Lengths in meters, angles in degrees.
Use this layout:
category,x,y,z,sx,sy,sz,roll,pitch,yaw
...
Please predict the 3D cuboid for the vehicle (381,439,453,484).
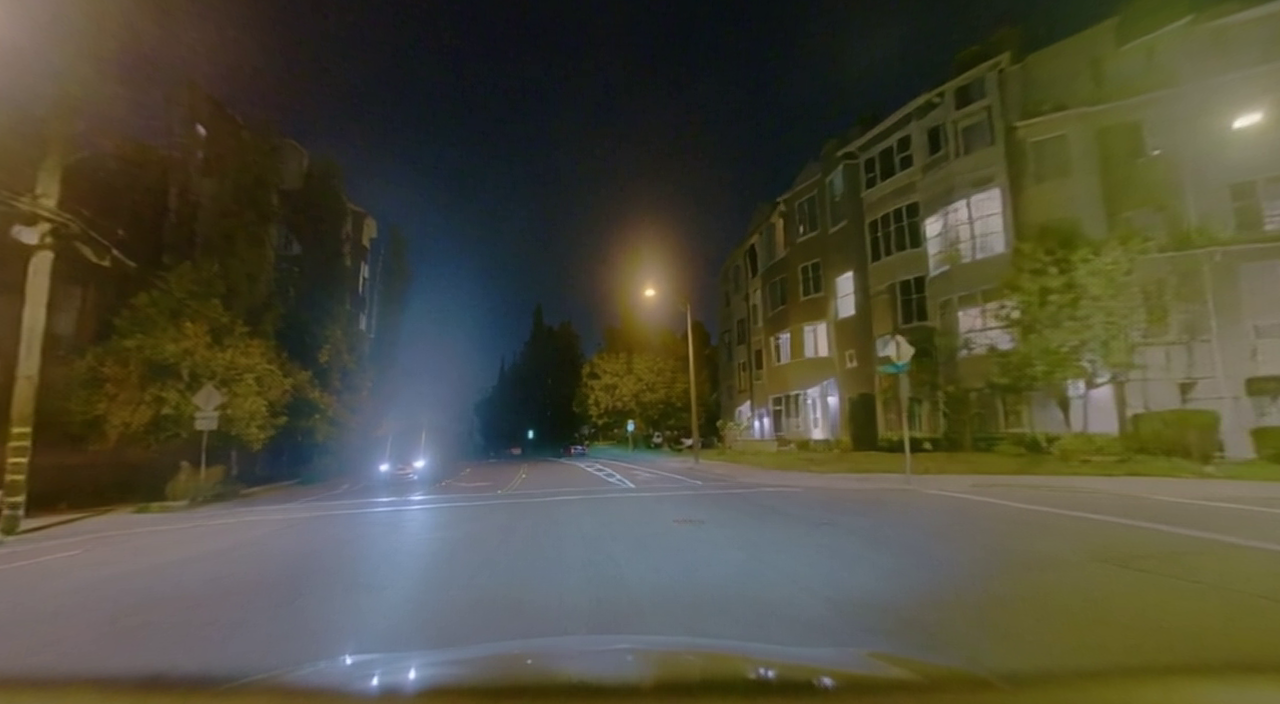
category,x,y,z,sx,sy,sz,roll,pitch,yaw
vehicle,-9.950,4.902,28.584,2.247,1.801,4.672,1,-9,-9
